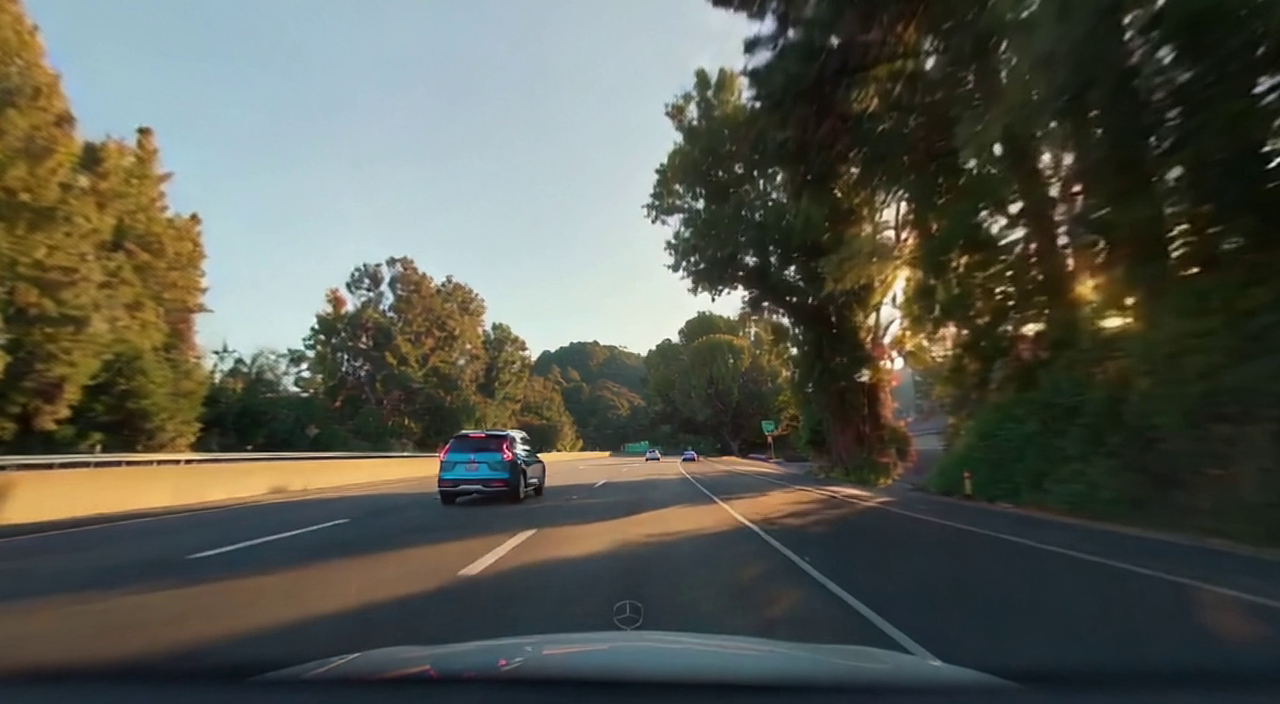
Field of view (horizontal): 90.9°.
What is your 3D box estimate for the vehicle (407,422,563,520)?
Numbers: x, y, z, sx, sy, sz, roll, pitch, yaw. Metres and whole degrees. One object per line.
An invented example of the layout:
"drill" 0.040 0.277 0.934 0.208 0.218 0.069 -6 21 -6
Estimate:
"vehicle" -3.189 2.578 14.204 2.183 1.803 4.685 0 -8 2
